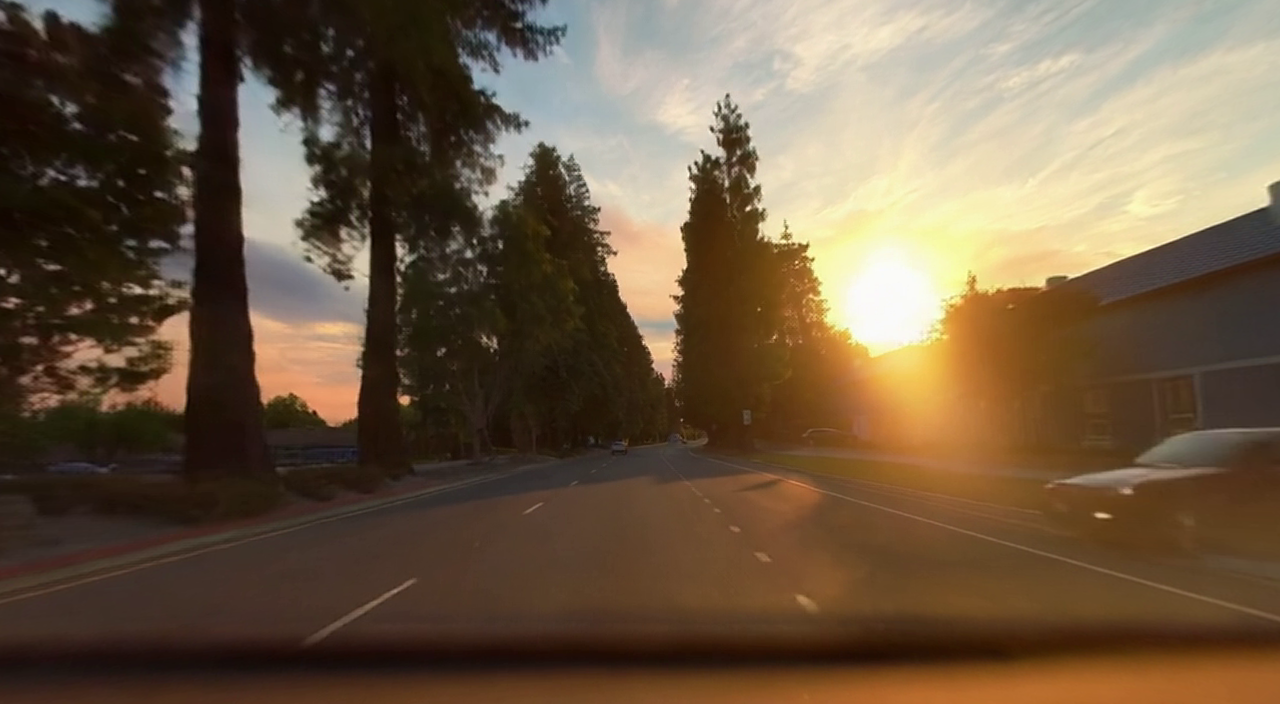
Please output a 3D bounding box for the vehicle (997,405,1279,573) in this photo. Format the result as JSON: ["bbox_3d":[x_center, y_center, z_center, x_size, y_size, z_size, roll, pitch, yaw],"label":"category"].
[{"bbox_3d":[6.617,1.360,6.596,4.575,1.514,1.932,-3,-9,15],"label":"vehicle"}]
